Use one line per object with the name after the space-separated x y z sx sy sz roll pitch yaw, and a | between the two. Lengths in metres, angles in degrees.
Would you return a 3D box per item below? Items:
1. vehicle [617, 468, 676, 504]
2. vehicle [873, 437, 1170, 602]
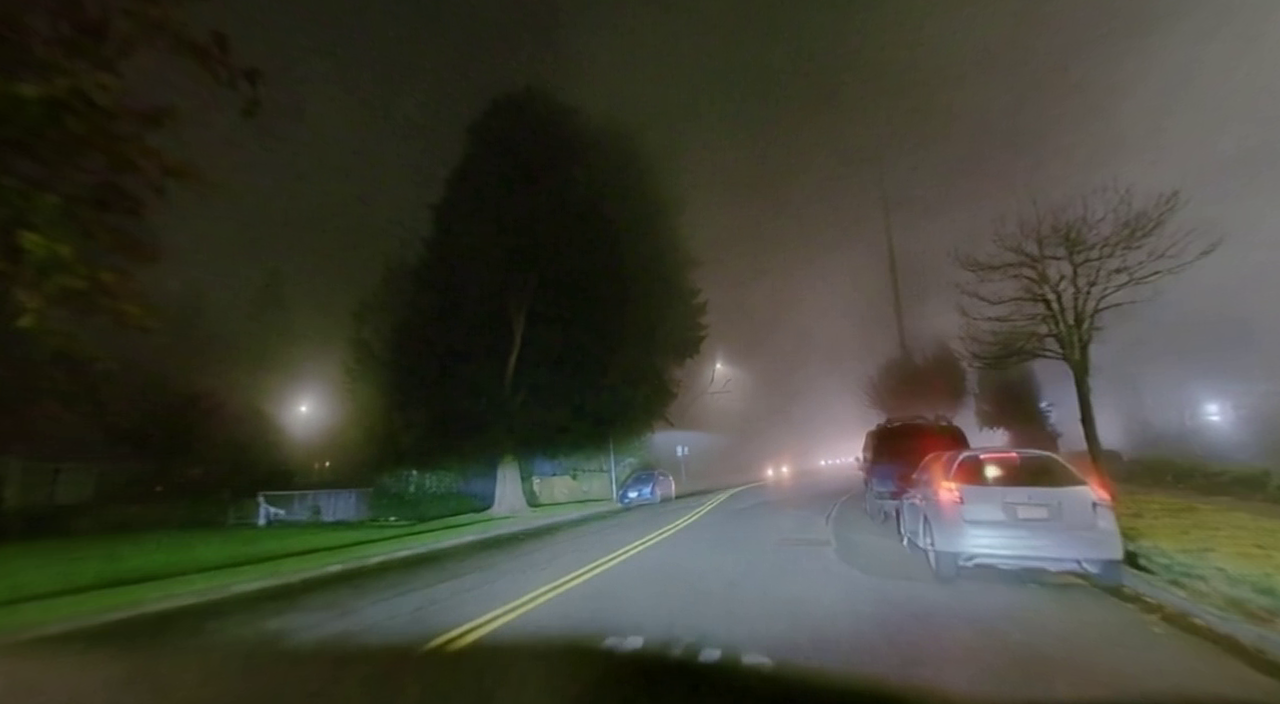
0.421 6.859 32.301 2.033 1.456 4.370 -6 -10 12 | vehicle
4.795 2.080 8.831 2.242 1.661 4.273 -2 -9 13 | vehicle
